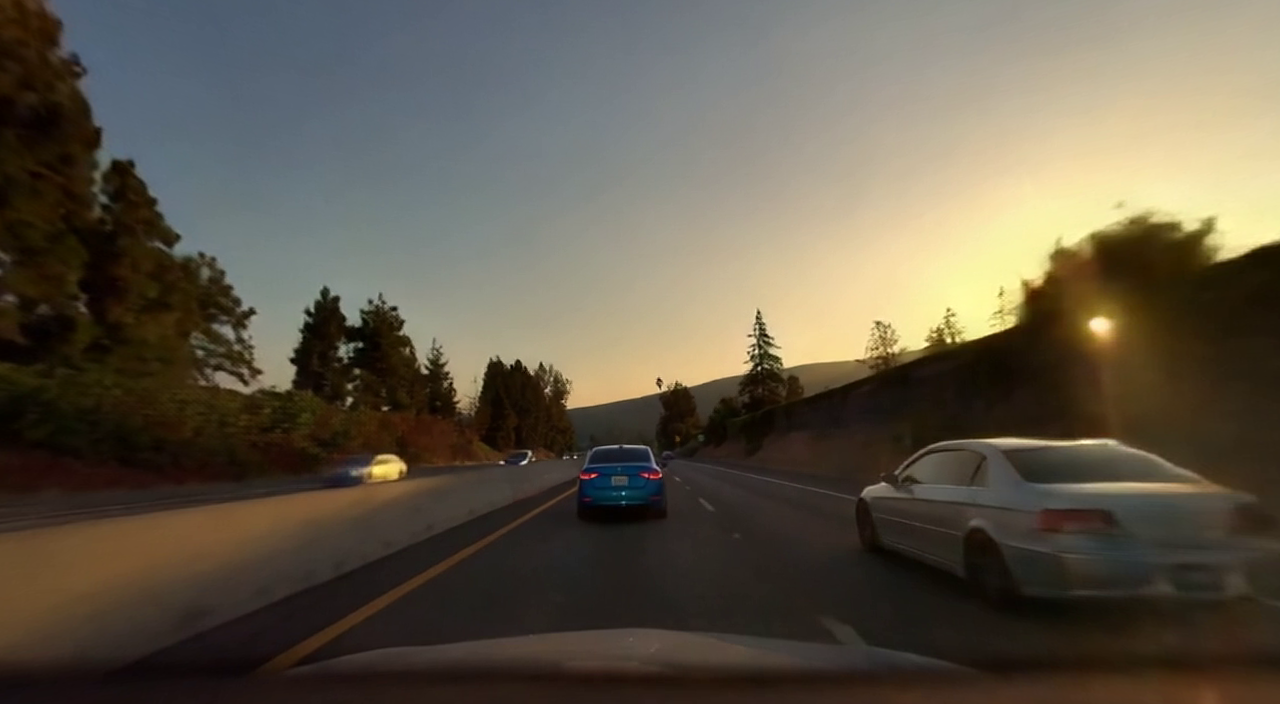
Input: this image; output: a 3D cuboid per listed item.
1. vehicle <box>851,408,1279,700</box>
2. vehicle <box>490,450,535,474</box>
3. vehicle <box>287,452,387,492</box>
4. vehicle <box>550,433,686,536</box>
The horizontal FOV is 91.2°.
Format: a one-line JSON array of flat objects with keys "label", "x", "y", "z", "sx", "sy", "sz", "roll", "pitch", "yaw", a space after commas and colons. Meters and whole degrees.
[{"label": "vehicle", "x": 3.598, "y": 1.382, "z": 5.434, "sx": 2.021, "sy": 1.533, "sz": 4.014, "roll": 0, "pitch": -9, "yaw": -2}, {"label": "vehicle", "x": -8.901, "y": 7.685, "z": 44.088, "sx": 1.925, "sy": 1.558, "sz": 4.069, "roll": -2, "pitch": -9, "yaw": 7}, {"label": "vehicle", "x": -13.176, "y": 5.214, "z": 27.596, "sx": 1.907, "sy": 1.566, "sz": 4.287, "roll": -1, "pitch": -9, "yaw": 6}, {"label": "vehicle", "x": -0.392, "y": 2.381, "z": 11.867, "sx": 2.083, "sy": 1.548, "sz": 4.251, "roll": 0, "pitch": -9, "yaw": -1}]
